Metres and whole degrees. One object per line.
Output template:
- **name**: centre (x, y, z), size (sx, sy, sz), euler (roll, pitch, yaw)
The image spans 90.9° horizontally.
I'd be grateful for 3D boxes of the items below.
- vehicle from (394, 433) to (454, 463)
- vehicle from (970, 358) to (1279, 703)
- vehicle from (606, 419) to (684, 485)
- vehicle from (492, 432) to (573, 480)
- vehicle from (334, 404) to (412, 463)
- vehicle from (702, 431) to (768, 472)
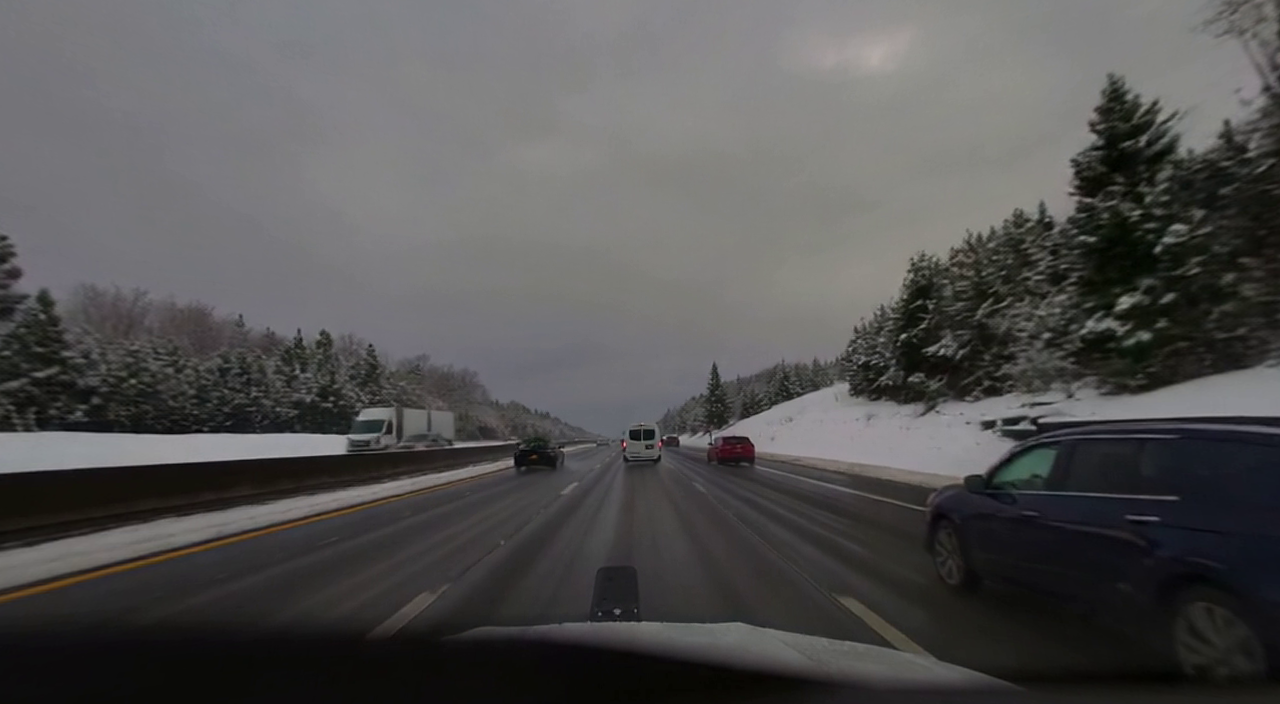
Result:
- **vehicle**: centre (-12.008, 5.340, 35.401), size (1.885, 1.554, 4.280), euler (0, -7, -1)
- **vehicle**: centre (3.648, 0.910, 3.110), size (2.038, 1.621, 3.622), euler (0, -7, 0)
- **vehicle**: centre (0.101, 3.074, 19.692), size (2.159, 1.811, 4.238), euler (0, -7, -1)
- **vehicle**: centre (-3.697, 3.639, 22.583), size (2.093, 1.517, 4.648), euler (0, -7, 0)
- **vehicle**: centre (-19.423, 5.977, 46.329), size (3.109, 3.990, 5.971), euler (0, -8, -1)
- **vehicle**: centre (3.890, 4.147, 26.706), size (1.923, 1.562, 4.691), euler (0, -8, -2)
